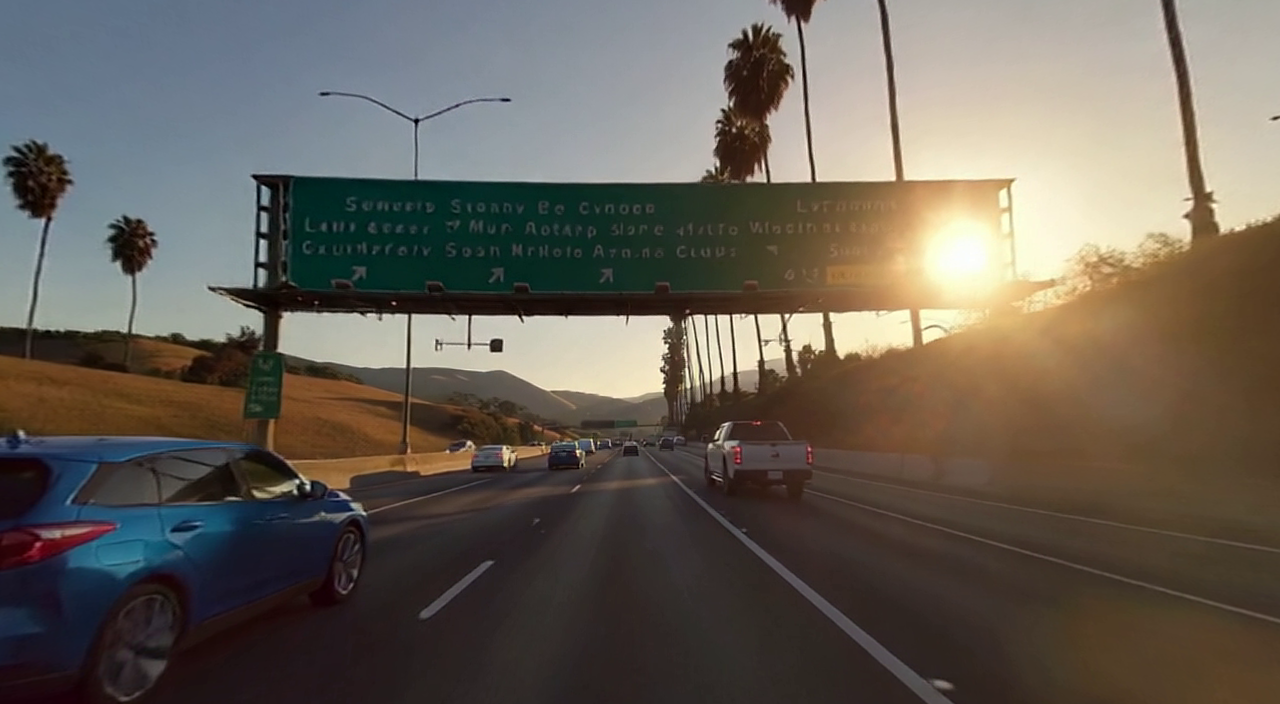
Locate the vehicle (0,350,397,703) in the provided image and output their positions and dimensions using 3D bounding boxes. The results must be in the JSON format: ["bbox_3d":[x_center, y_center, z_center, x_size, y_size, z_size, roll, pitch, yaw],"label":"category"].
[{"bbox_3d":[-3.232,1.074,3.826,1.885,1.654,4.103,0,-9,0],"label":"vehicle"}]

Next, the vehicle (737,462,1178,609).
[{"bbox_3d":[3.028,1.984,7.966,2.635,1.036,5.568,0,-9,-1],"label":"vehicle"}]

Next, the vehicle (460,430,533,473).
[{"bbox_3d":[-7.106,5.002,31.961,2.344,1.954,5.579,0,-9,0],"label":"vehicle"}]

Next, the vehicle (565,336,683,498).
[{"bbox_3d":[-0.352,2.410,21.183,2.906,4.040,10.743,0,-9,1],"label":"vehicle"}]
